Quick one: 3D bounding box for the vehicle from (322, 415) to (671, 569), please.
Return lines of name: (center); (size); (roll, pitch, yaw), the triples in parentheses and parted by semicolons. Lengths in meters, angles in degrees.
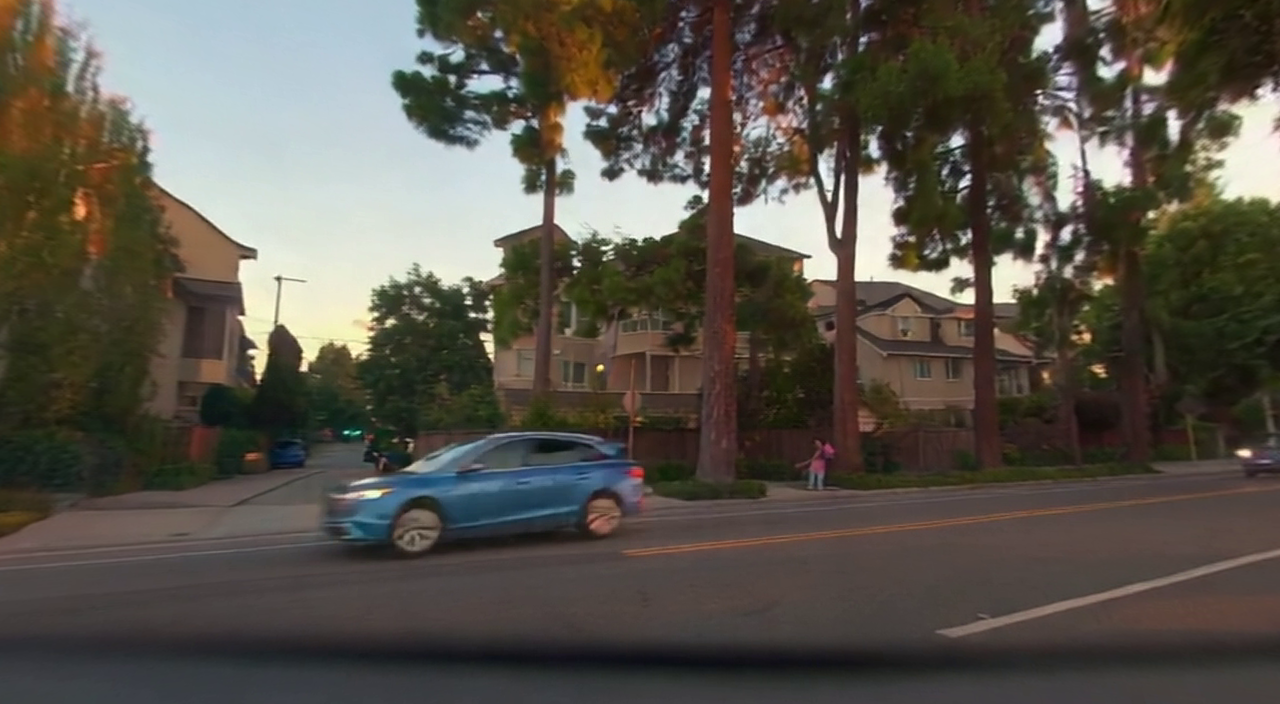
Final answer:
vehicle: (-1.989, 1.864, 9.106); (4.462, 1.706, 2.046); (5, -10, -29)
